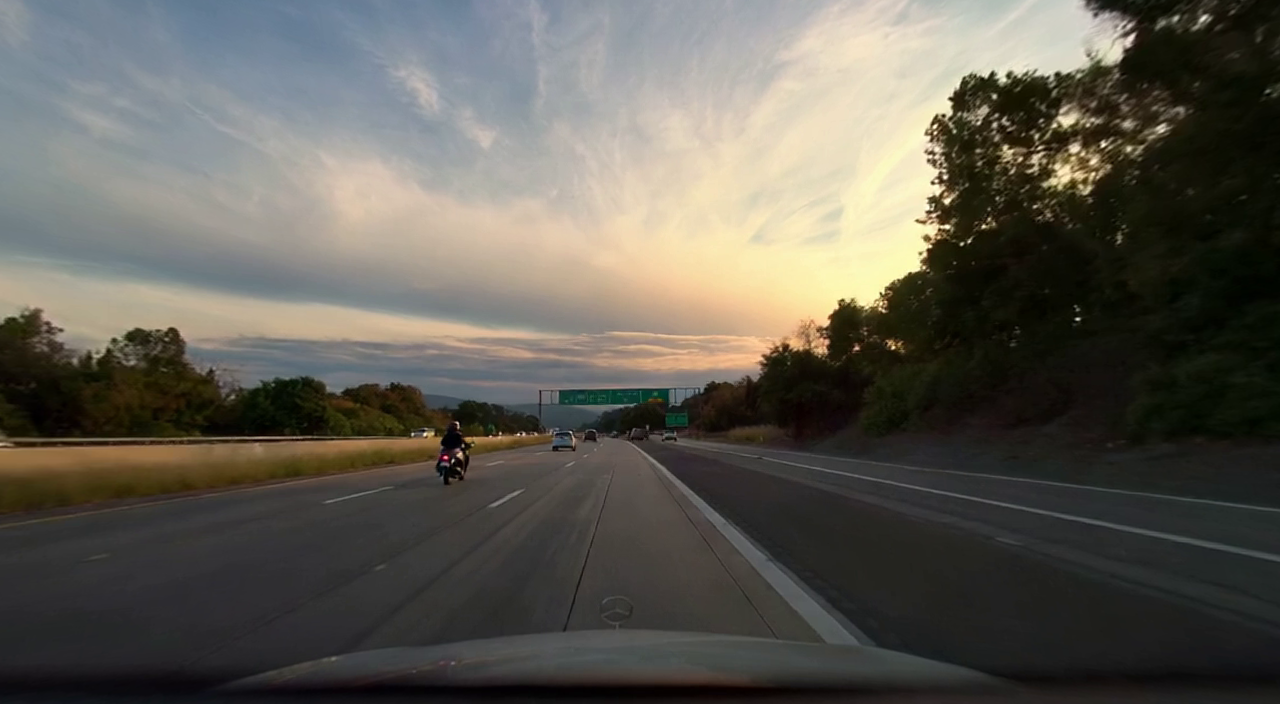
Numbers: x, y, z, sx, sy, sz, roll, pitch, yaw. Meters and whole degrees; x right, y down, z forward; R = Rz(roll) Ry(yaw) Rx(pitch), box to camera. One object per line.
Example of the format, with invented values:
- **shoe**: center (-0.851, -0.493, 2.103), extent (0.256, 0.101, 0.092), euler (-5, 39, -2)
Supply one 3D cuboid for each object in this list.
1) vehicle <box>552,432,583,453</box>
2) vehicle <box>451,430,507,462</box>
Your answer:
- **vehicle**: center (-5.525, 6.949, 48.546), extent (1.958, 1.580, 3.961), euler (0, -8, 0)
- **vehicle**: center (-8.419, 4.941, 33.320), extent (1.965, 1.605, 4.115), euler (0, -8, -2)
